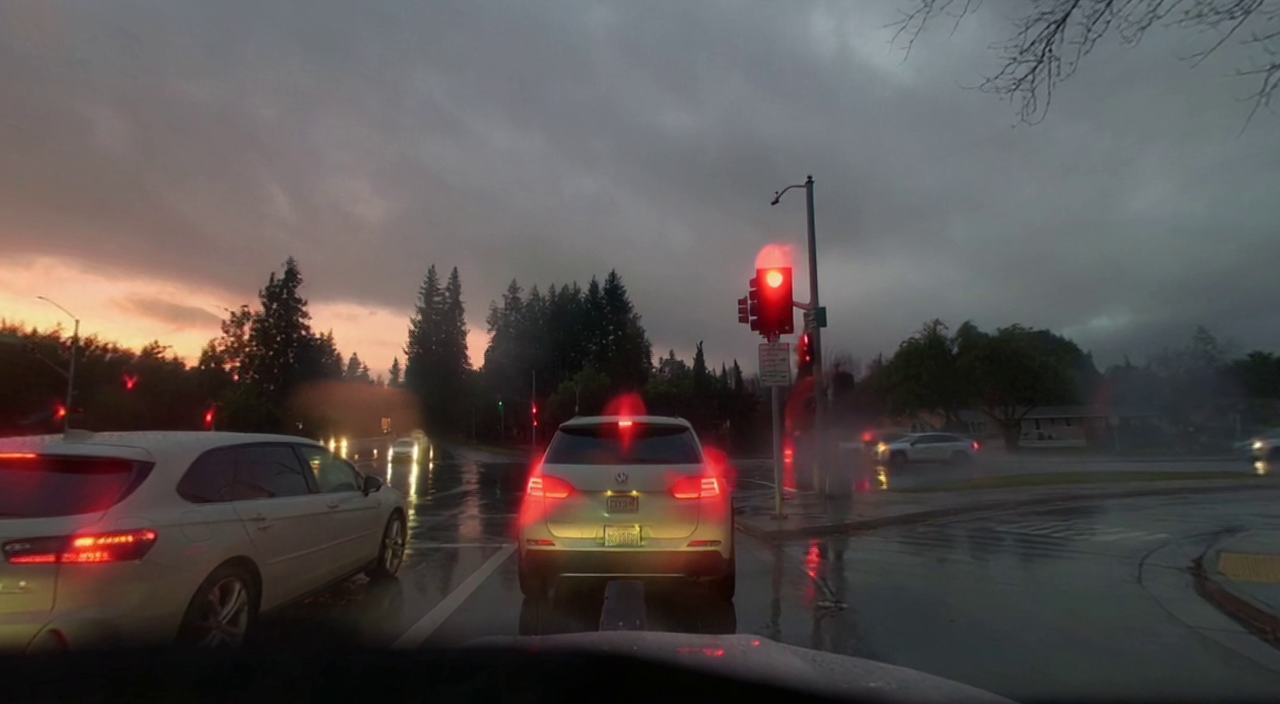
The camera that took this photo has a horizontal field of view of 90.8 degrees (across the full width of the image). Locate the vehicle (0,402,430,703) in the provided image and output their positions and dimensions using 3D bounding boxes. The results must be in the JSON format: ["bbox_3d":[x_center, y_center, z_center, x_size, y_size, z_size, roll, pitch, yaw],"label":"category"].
[{"bbox_3d":[-3.291,1.273,4.711,2.035,1.492,4.415,0,-9,-2],"label":"vehicle"}]

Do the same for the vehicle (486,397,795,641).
[{"bbox_3d":[-0.136,1.469,6.559,2.154,1.670,4.140,1,-9,-4],"label":"vehicle"}]

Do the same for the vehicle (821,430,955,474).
[{"bbox_3d":[10.481,4.260,27.019,4.887,1.769,2.035,-1,-9,6],"label":"vehicle"}]
